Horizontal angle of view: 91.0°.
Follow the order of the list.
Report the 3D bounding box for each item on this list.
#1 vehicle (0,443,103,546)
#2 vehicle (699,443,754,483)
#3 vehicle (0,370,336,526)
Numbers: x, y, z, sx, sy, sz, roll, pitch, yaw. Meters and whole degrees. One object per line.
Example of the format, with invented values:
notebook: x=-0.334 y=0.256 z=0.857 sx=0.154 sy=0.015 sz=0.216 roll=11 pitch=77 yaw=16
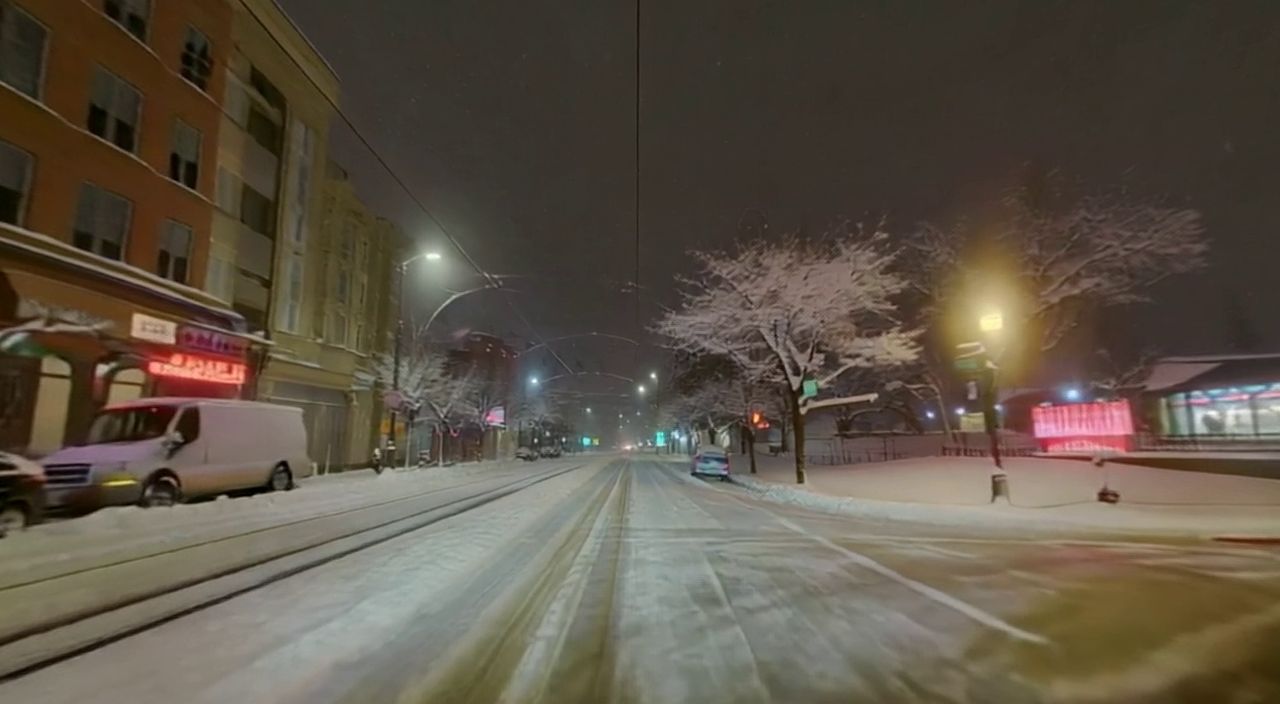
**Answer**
vehicle: x=-10.224 y=1.996 z=8.413 sx=1.789 sy=1.484 sz=4.916 roll=-1 pitch=-8 yaw=0
vehicle: x=3.564 y=4.606 z=26.527 sx=1.819 sy=1.546 sz=3.681 roll=0 pitch=-8 yaw=1
vehicle: x=-10.687 y=2.304 z=15.571 sx=2.378 sy=2.765 sz=7.920 roll=2 pitch=-8 yaw=0
